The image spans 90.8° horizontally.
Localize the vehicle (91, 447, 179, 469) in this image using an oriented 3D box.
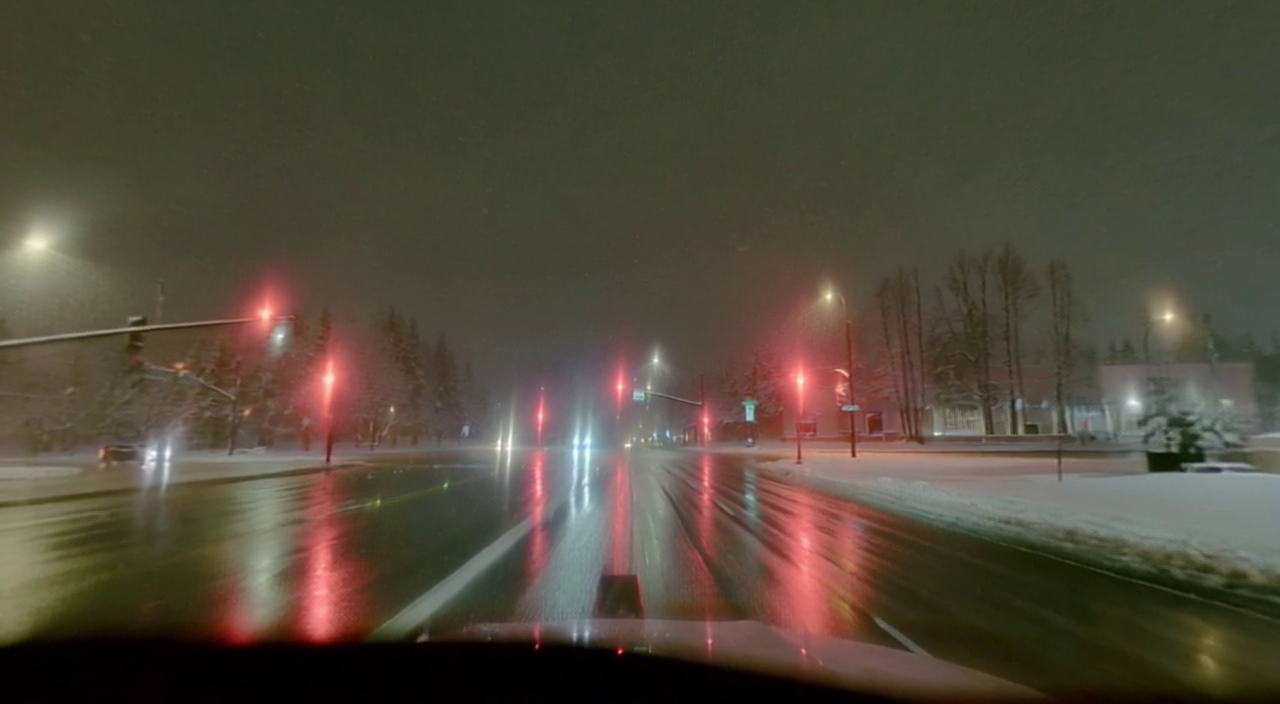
[{"bbox_3d":[-35.528,7.451,44.518,4.500,1.465,1.936,0,-8,1],"label":"vehicle"}]
